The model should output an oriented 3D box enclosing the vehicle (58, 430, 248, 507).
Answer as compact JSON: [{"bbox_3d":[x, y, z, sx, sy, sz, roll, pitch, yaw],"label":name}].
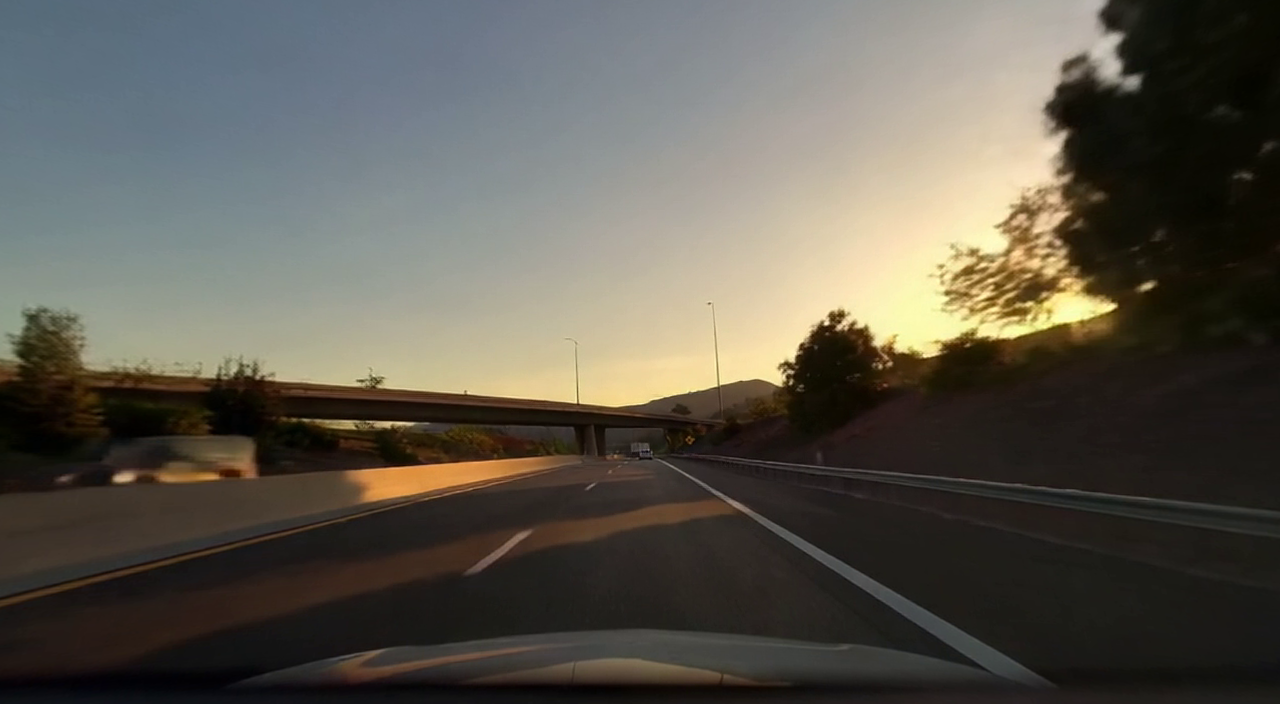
[{"bbox_3d":[-16.092,3.858,21.368,2.224,2.271,5.154,0,-9,1],"label":"vehicle"}]
